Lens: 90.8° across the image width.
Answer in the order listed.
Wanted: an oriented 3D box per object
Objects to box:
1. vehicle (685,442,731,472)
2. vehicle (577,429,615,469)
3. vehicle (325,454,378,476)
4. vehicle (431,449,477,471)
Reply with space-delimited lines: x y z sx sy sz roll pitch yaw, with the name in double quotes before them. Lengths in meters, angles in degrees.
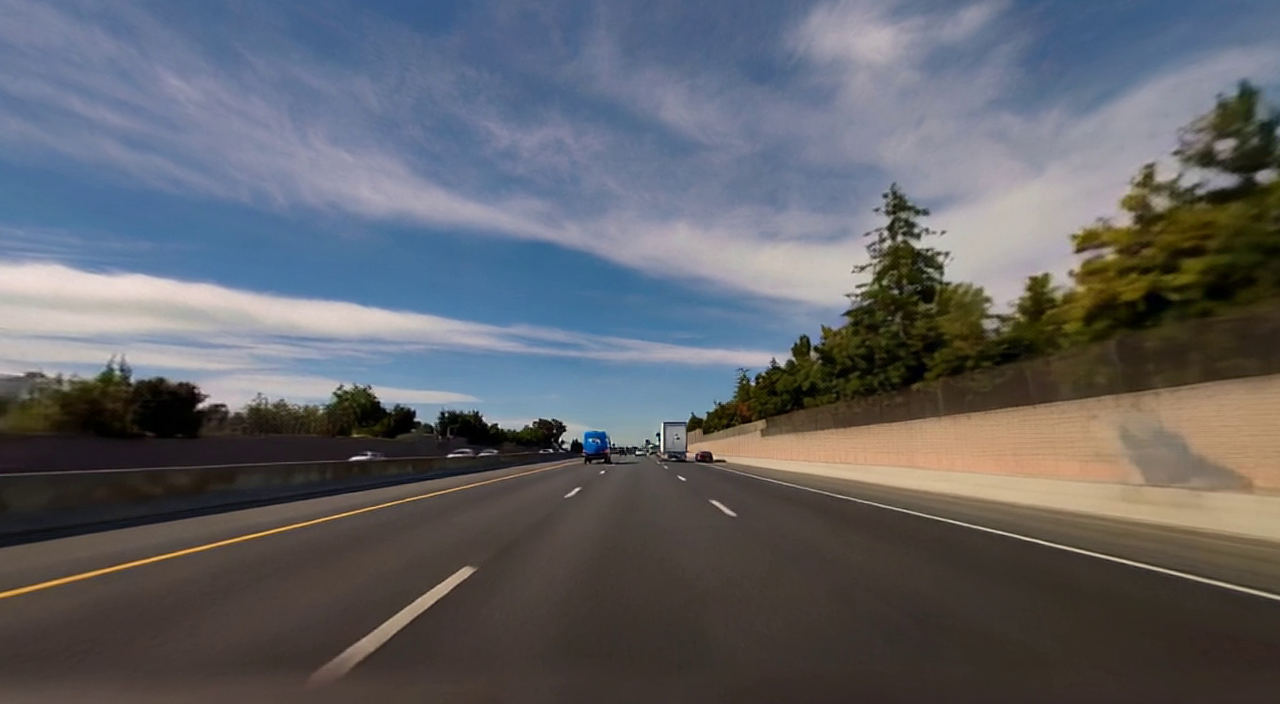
"vehicle" 3.900 6.119 37.013 2.066 1.638 4.158 0 -9 -2
"vehicle" -3.095 7.074 46.073 2.380 2.648 6.879 0 -9 -1
"vehicle" -20.698 8.142 45.467 1.805 1.454 4.182 0 -9 1
"vehicle" -13.022 7.582 44.440 1.931 1.484 4.452 0 -9 0
